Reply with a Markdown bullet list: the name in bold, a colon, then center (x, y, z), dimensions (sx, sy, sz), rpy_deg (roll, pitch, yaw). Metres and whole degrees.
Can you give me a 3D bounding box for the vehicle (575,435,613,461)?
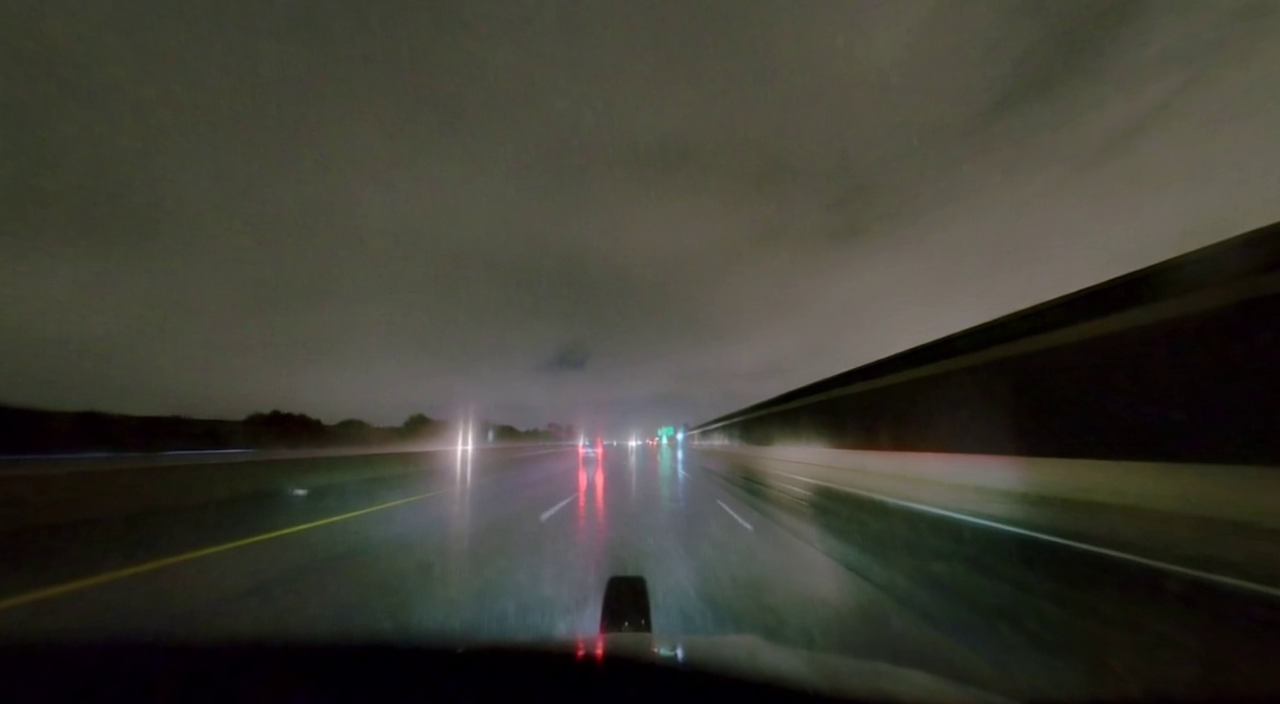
- **vehicle**: center (-3.079, 6.513, 42.871), dimensions (2.189, 1.707, 4.692), rpy_deg (0, -8, 1)
